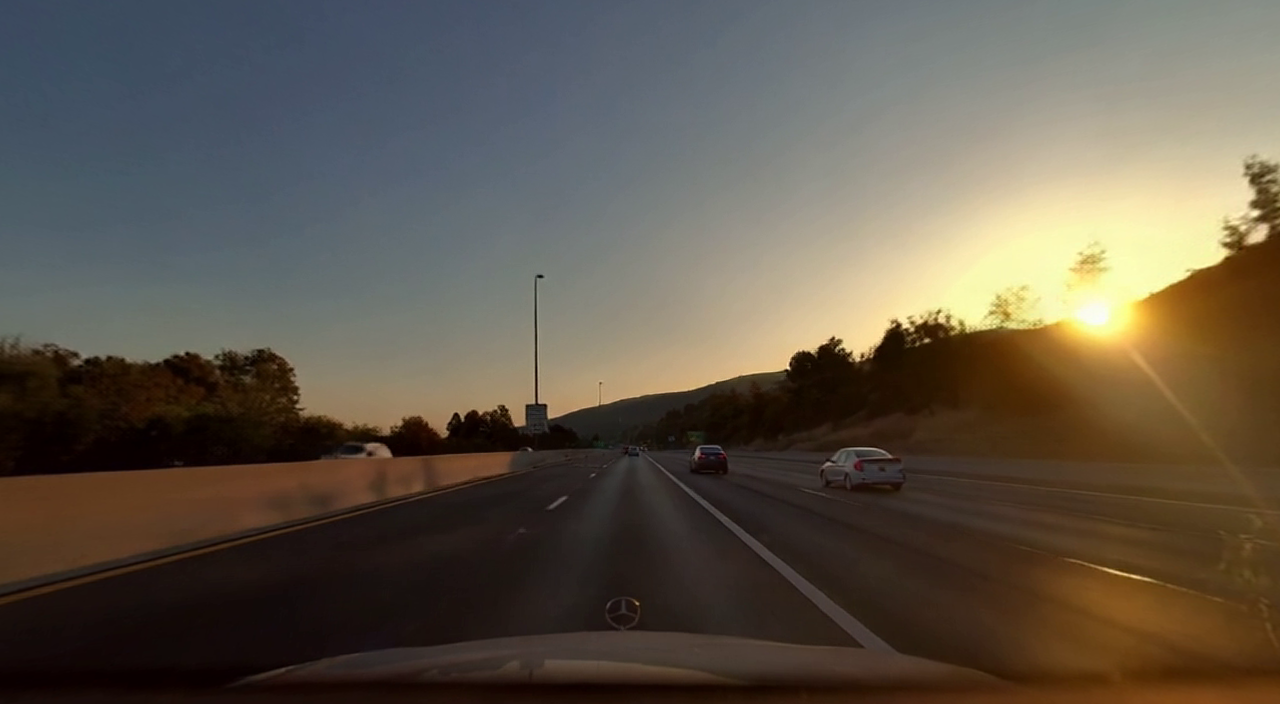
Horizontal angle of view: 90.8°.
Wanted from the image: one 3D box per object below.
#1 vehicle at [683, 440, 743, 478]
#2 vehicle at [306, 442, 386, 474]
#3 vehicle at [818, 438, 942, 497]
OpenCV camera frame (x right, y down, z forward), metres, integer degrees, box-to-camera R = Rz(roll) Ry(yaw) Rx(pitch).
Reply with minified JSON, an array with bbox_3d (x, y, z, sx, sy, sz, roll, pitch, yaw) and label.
[{"bbox_3d":[3.207,4.787,28.586,2.056,1.553,4.320,0,-9,-2],"label":"vehicle"},{"bbox_3d":[-14.405,5.202,31.284,1.796,1.429,4.540,0,-8,0],"label":"vehicle"},{"bbox_3d":[6.855,3.329,18.589,2.038,1.528,3.910,0,-9,-1],"label":"vehicle"}]
